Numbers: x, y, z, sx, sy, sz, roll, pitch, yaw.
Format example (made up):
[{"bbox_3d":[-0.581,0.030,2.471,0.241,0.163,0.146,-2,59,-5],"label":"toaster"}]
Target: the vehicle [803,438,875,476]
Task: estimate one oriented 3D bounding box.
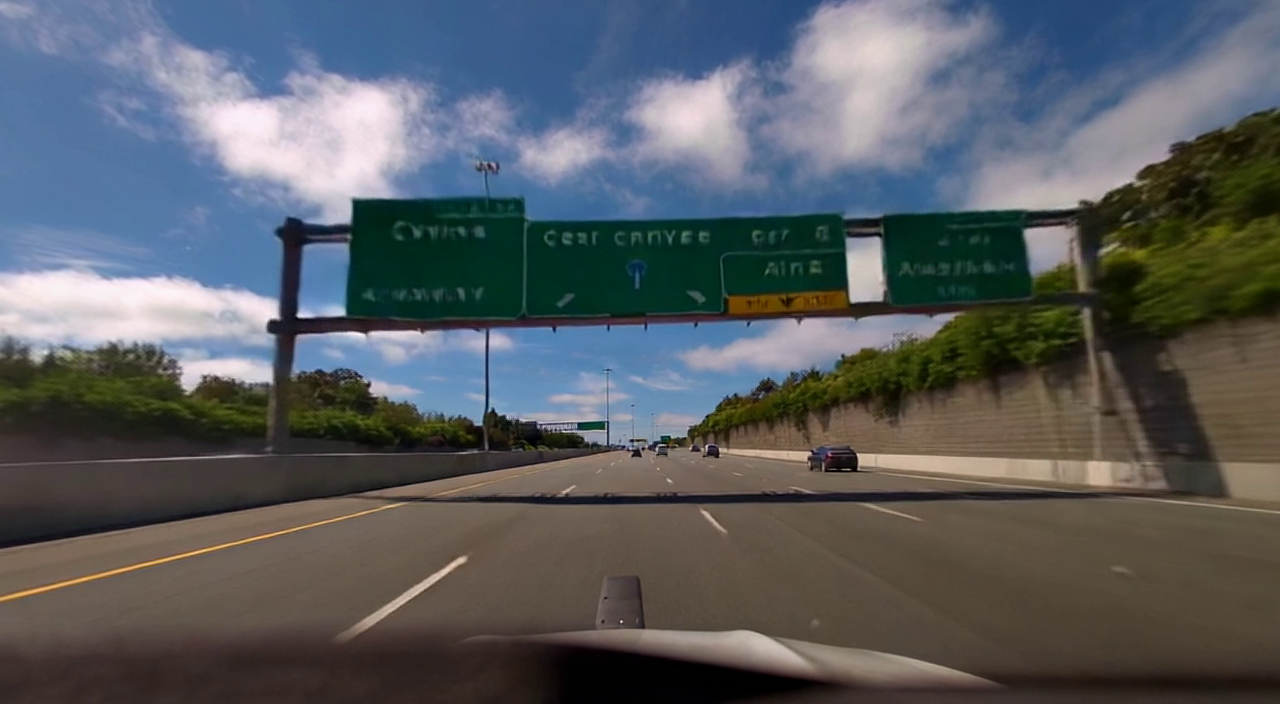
[{"bbox_3d":[10.100,5.362,32.365,2.167,1.781,4.340,0,-9,-1],"label":"vehicle"}]
